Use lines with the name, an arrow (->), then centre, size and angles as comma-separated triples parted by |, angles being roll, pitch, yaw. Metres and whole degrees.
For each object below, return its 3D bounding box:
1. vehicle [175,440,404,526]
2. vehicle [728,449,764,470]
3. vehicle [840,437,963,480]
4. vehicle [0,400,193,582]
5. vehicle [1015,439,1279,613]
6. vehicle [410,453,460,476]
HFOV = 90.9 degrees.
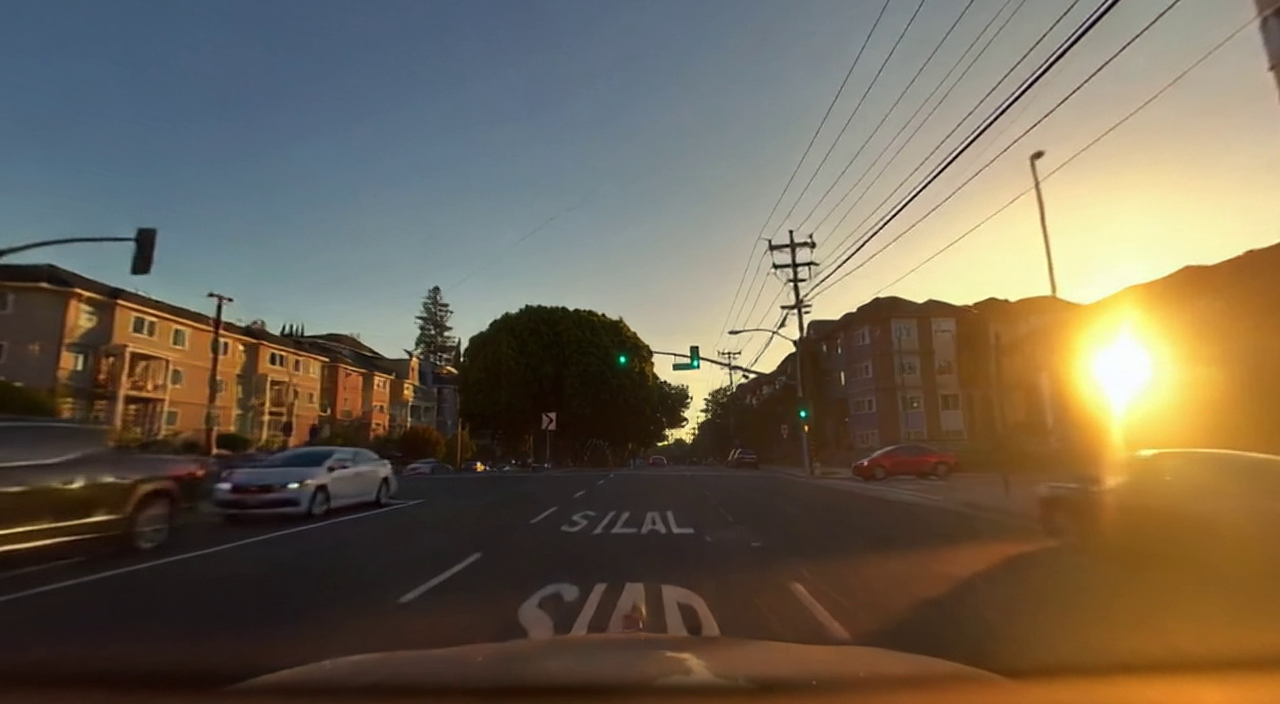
vehicle -> -6.971, 2.619, 13.336 | 1.953, 1.471, 4.744 | 0, -8, 3
vehicle -> 7.990, 8.143, 47.824 | 1.875, 1.481, 4.434 | 0, -8, -1
vehicle -> 10.549, 4.324, 25.714 | 4.171, 1.654, 1.919 | -1, -8, 5
vehicle -> -7.412, 1.400, 6.372 | 2.074, 1.794, 4.832 | 0, -8, 3
vehicle -> 6.511, 1.781, 7.343 | 1.838, 1.496, 4.064 | 0, -8, 1
vehicle -> -15.158, 8.315, 46.810 | 1.951, 1.595, 4.548 | -1, -8, 4
